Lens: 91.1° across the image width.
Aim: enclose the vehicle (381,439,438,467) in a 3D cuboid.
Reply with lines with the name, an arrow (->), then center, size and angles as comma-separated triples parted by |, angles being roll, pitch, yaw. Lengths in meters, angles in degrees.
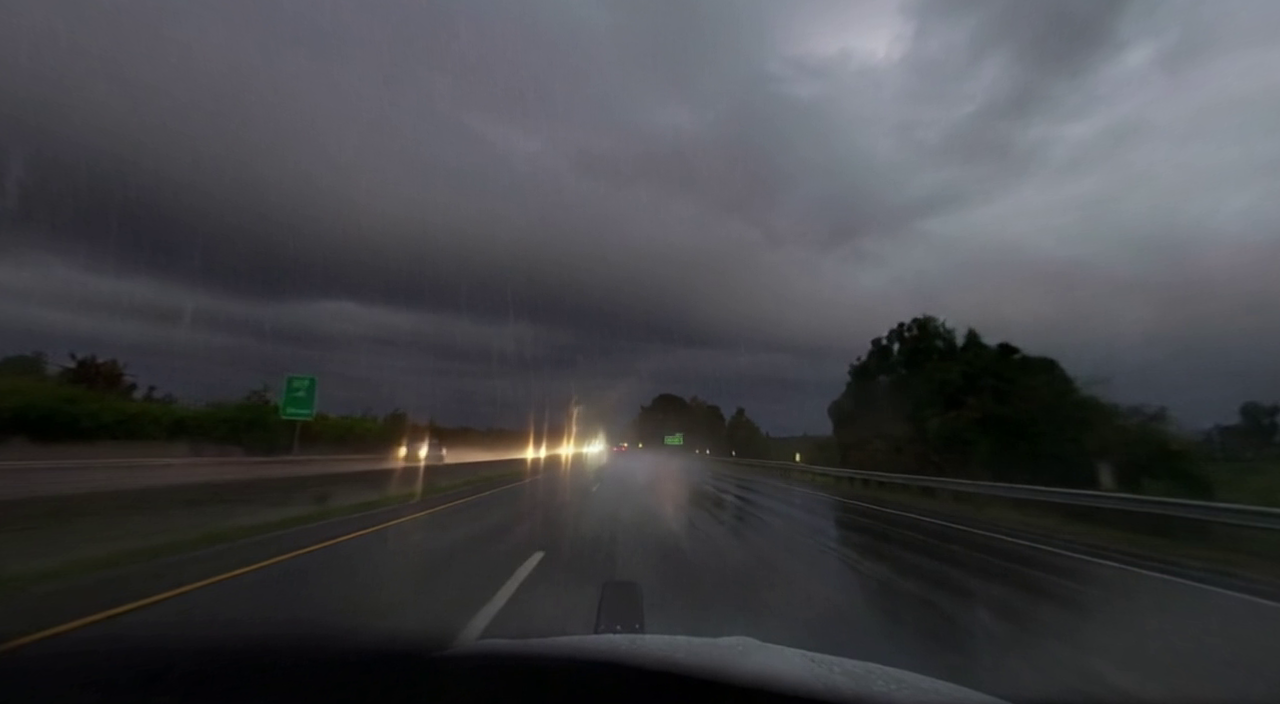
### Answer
vehicle -> -16.535, 7.266, 45.358 | 2.179, 1.831, 5.119 | 0, -9, 0
